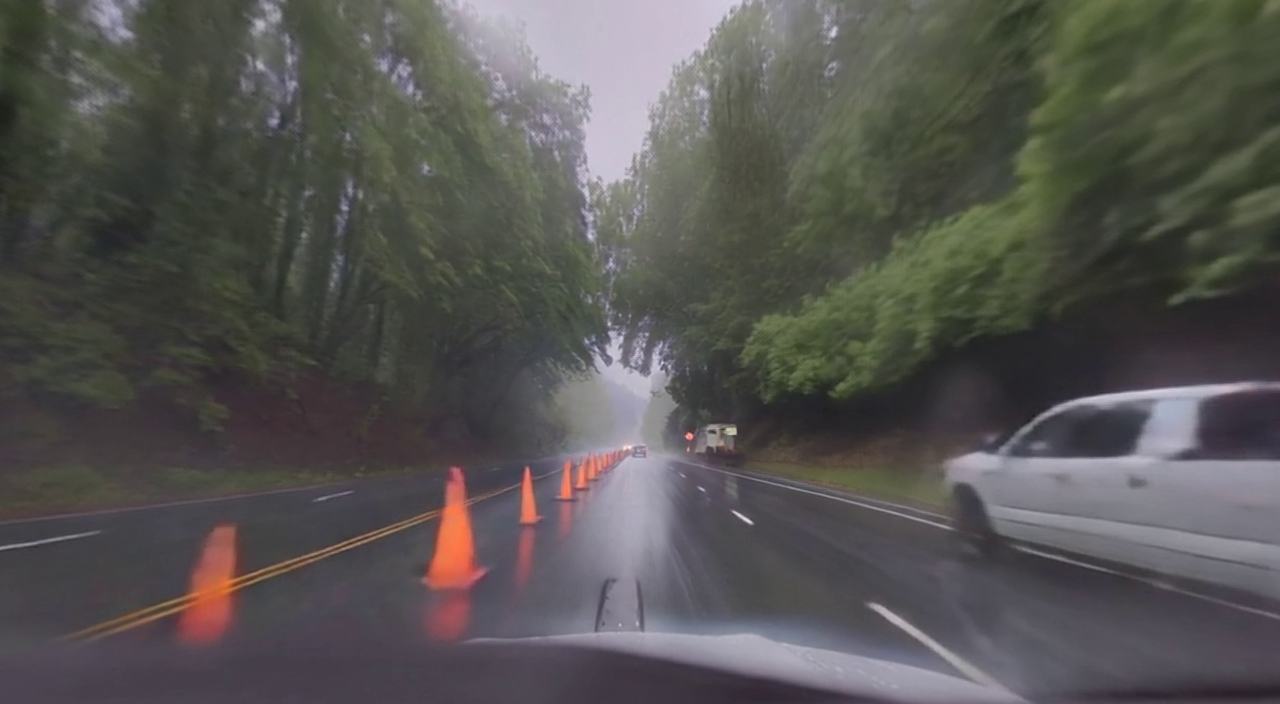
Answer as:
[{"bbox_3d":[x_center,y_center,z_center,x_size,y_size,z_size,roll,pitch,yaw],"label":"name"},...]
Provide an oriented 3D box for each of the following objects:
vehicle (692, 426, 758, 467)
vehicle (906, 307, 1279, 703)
[{"bbox_3d":[6.317,7.142,47.674,2.390,2.899,4.603,6,-10,-35],"label":"vehicle"},{"bbox_3d":[4.724,1.115,4.700,2.694,2.177,6.177,1,-10,-1],"label":"vehicle"}]
